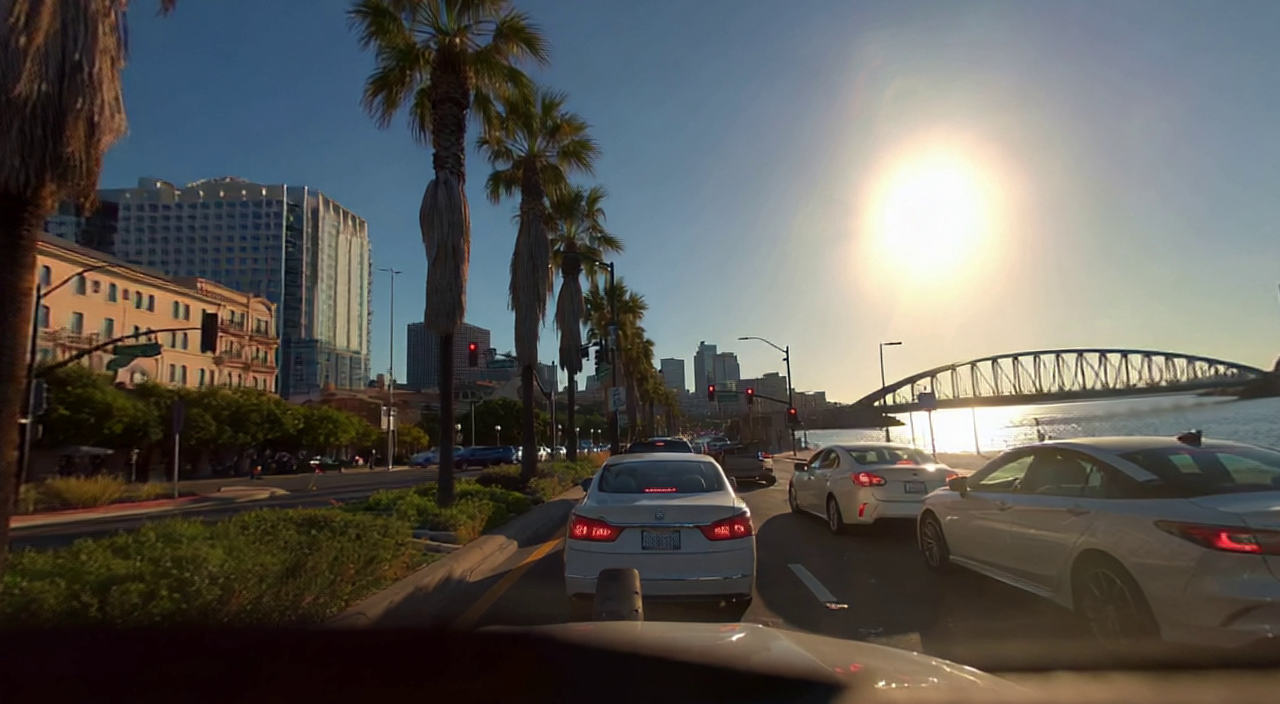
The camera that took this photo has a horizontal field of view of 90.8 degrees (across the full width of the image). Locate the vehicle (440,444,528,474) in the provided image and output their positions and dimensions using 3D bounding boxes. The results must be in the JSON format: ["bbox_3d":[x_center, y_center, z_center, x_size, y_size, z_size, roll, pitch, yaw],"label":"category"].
[{"bbox_3d":[-8.908,6.119,36.280,2.022,1.604,4.495,-9,-12,43],"label":"vehicle"}]

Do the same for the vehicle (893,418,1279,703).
[{"bbox_3d":[3.911,1.366,5.091,1.913,1.469,4.425,0,-9,0],"label":"vehicle"}]

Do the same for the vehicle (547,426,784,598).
[{"bbox_3d":[0.259,1.703,7.505,2.093,1.503,3.681,0,-9,1],"label":"vehicle"}]

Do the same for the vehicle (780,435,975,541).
[{"bbox_3d":[3.889,2.287,11.308,1.920,1.490,4.417,-1,-9,2],"label":"vehicle"}]
